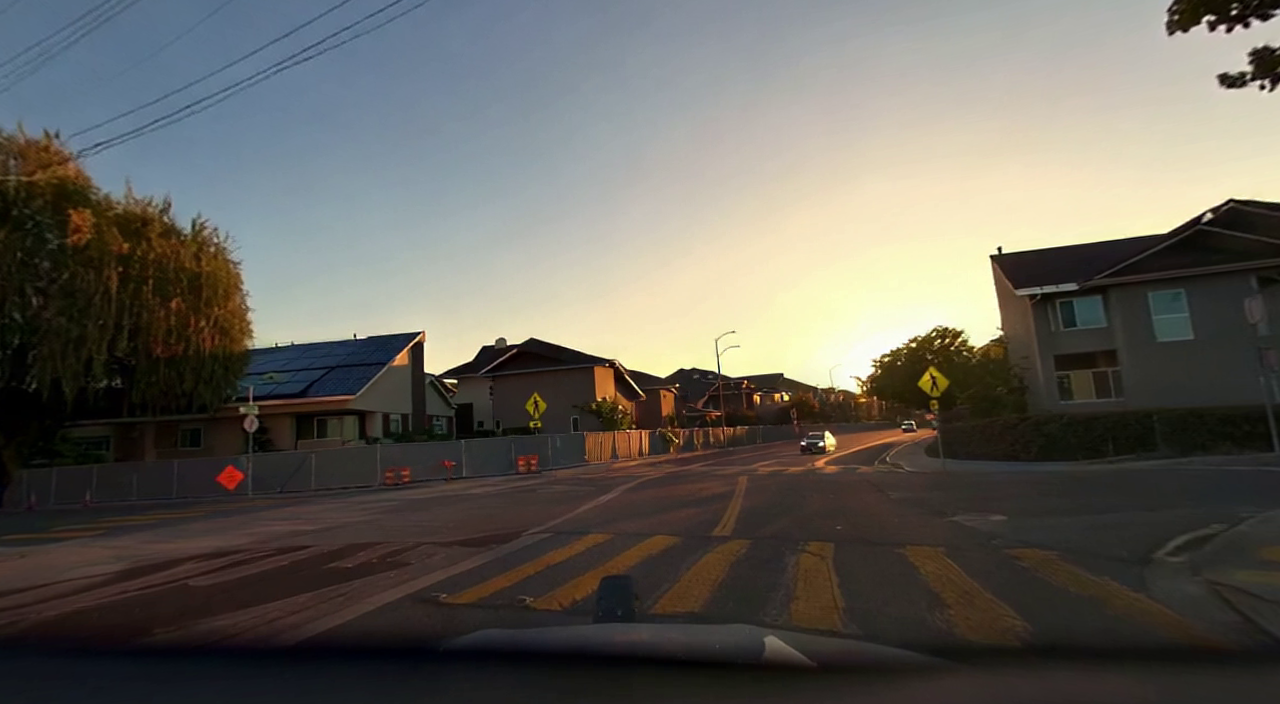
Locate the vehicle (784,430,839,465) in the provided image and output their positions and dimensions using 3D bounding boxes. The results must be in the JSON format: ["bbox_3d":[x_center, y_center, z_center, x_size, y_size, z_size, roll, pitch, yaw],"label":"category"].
[{"bbox_3d":[8.074,4.409,29.363,1.966,1.455,4.075,-3,-8,21],"label":"vehicle"}]
